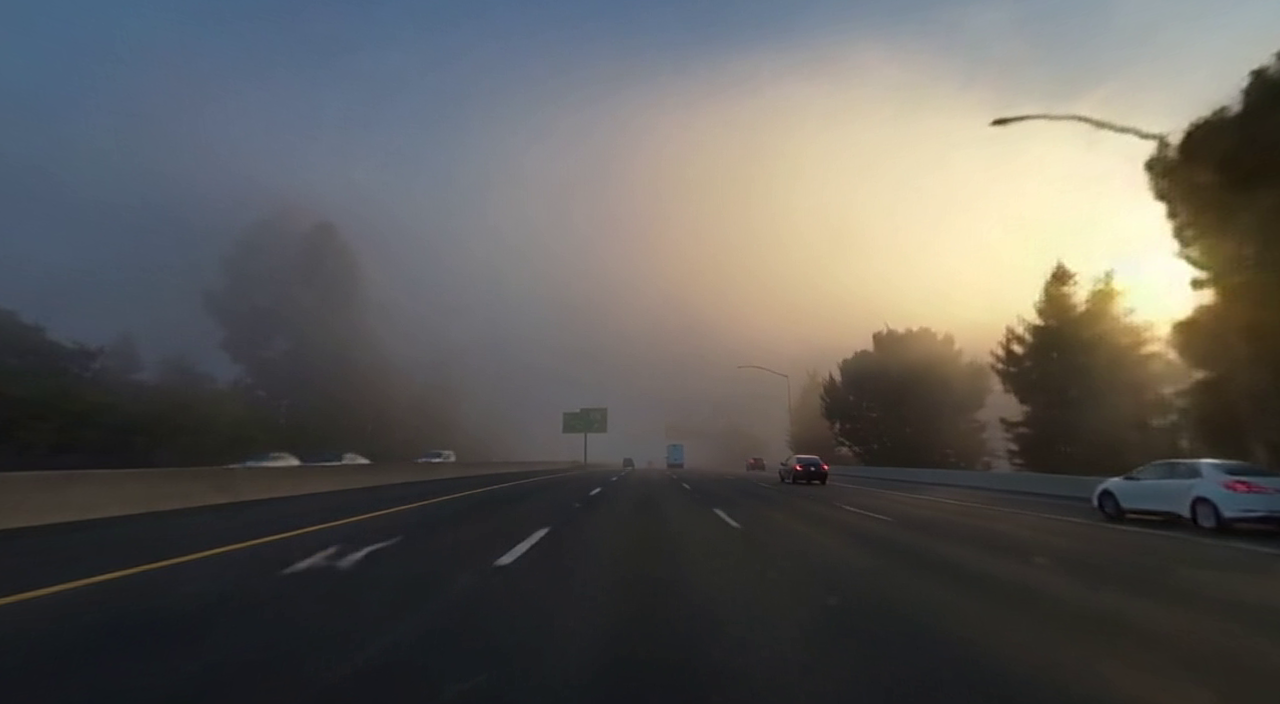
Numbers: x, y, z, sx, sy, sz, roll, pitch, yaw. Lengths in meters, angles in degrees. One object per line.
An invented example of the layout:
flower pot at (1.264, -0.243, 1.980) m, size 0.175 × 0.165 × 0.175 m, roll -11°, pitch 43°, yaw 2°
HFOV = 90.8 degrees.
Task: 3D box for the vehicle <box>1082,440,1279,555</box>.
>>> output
vehicle at (10.354, 2.401, 10.994) m, size 2.090 × 1.643 × 4.513 m, roll 0°, pitch -9°, yaw 1°

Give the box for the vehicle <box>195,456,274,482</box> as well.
vehicle at (-25.170, 7.246, 39.444) m, size 1.947 × 1.473 × 4.494 m, roll 0°, pitch -9°, yaw 0°

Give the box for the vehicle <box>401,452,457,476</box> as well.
vehicle at (-15.022, 7.941, 45.204) m, size 2.188 × 1.607 × 4.820 m, roll 0°, pitch -9°, yaw 2°

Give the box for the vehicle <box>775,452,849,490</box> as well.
vehicle at (7.553, 5.263, 28.275) m, size 1.861 × 1.500 × 4.860 m, roll 0°, pitch -9°, yaw -1°

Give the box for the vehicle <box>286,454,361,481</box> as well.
vehicle at (-18.511, 6.754, 37.215) m, size 1.932 × 1.481 × 4.700 m, roll 0°, pitch -9°, yaw 1°
